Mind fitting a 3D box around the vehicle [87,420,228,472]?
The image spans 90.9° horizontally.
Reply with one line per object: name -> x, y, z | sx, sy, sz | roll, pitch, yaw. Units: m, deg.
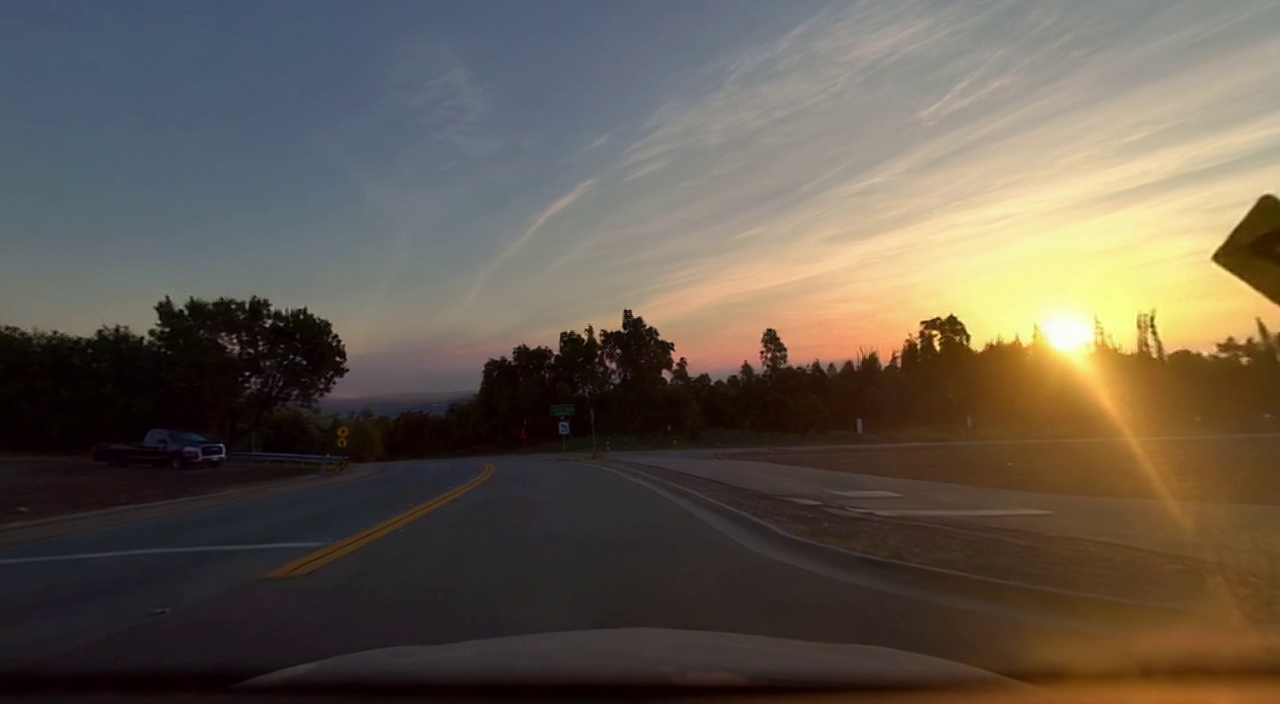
vehicle -> -19.764, 3.860, 25.860 | 4.699, 1.996, 2.116 | -3, -9, 17
